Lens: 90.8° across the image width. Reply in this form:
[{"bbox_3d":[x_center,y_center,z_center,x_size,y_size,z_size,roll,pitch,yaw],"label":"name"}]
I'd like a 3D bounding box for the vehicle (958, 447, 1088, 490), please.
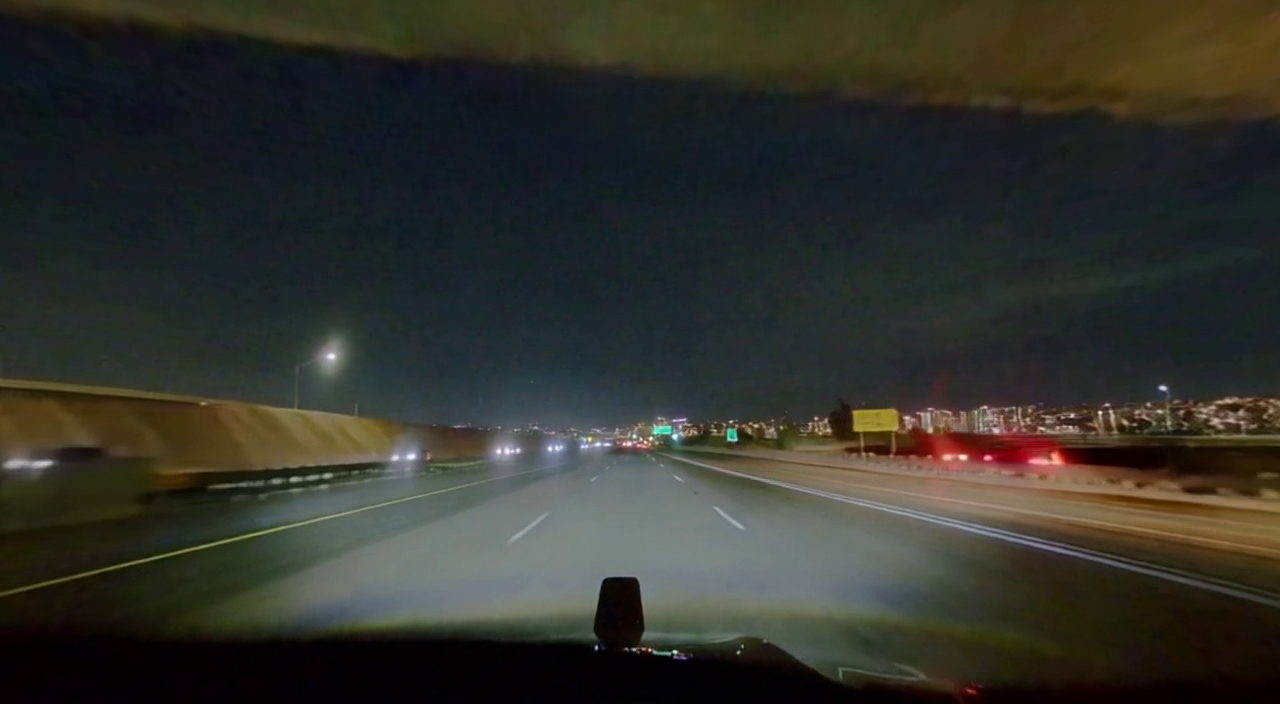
[{"bbox_3d":[15.268,4.646,25.627,1.959,1.519,5.235,0,-9,-1],"label":"vehicle"}]

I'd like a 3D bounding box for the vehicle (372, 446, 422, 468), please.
[{"bbox_3d":[-17.538,7.572,45.834,1.842,1.484,4.507,0,-9,0],"label":"vehicle"}]

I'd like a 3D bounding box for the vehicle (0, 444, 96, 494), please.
[{"bbox_3d":[-23.270,4.301,23.441,1.950,1.744,4.711,0,-9,0],"label":"vehicle"}]
